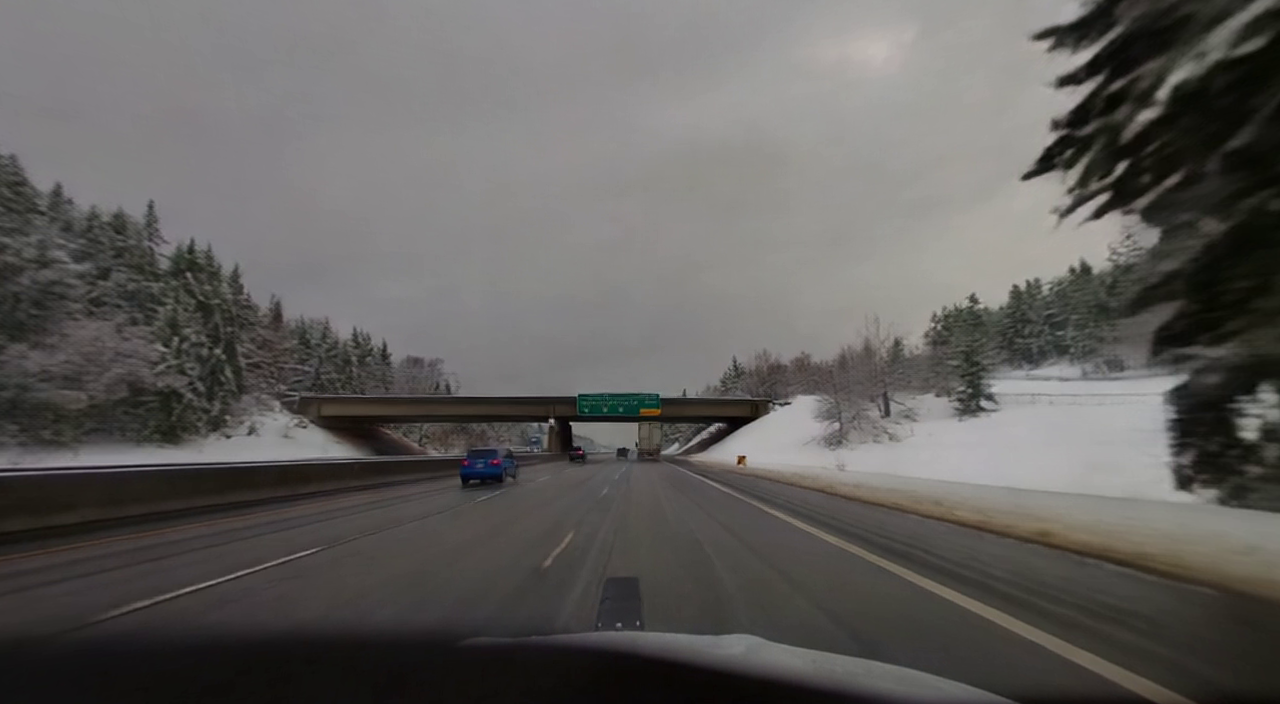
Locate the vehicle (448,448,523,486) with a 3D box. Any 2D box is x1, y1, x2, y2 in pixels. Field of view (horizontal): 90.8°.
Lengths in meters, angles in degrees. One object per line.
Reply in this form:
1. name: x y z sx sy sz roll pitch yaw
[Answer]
1. vehicle: -6.532 4.894 27.178 2.038 1.489 4.603 0 -9 0
